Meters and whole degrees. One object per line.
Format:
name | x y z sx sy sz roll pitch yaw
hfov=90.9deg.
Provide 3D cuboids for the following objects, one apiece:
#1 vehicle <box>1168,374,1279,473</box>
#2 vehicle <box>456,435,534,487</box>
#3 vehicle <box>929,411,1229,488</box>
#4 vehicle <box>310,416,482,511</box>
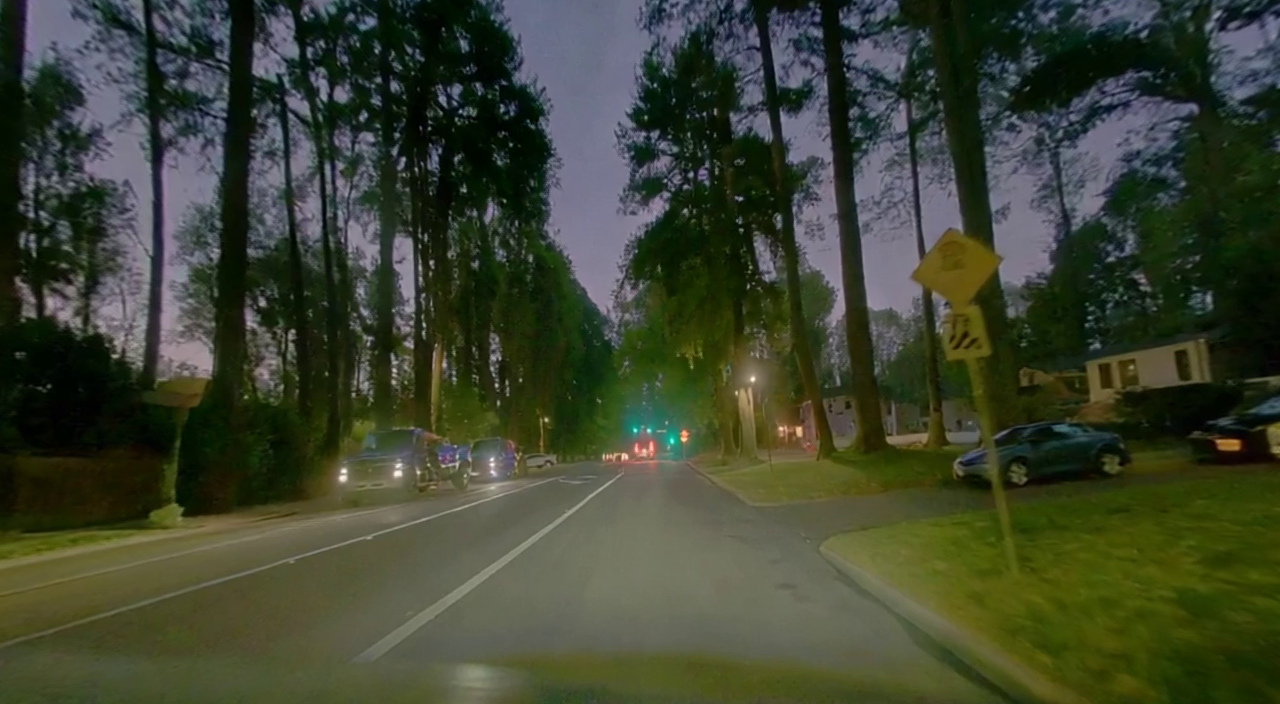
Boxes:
vehicle | 14.415 1.293 12.902 4.995 1.818 2.319 -4 -6 1
vehicle | -8.773 6.631 39.031 2.816 2.723 7.506 -4 -8 1
vehicle | 8.807 2.024 13.078 4.623 1.420 1.996 -1 -8 5
vehicle | -9.185 4.349 25.481 2.970 3.068 9.784 0 -8 0
